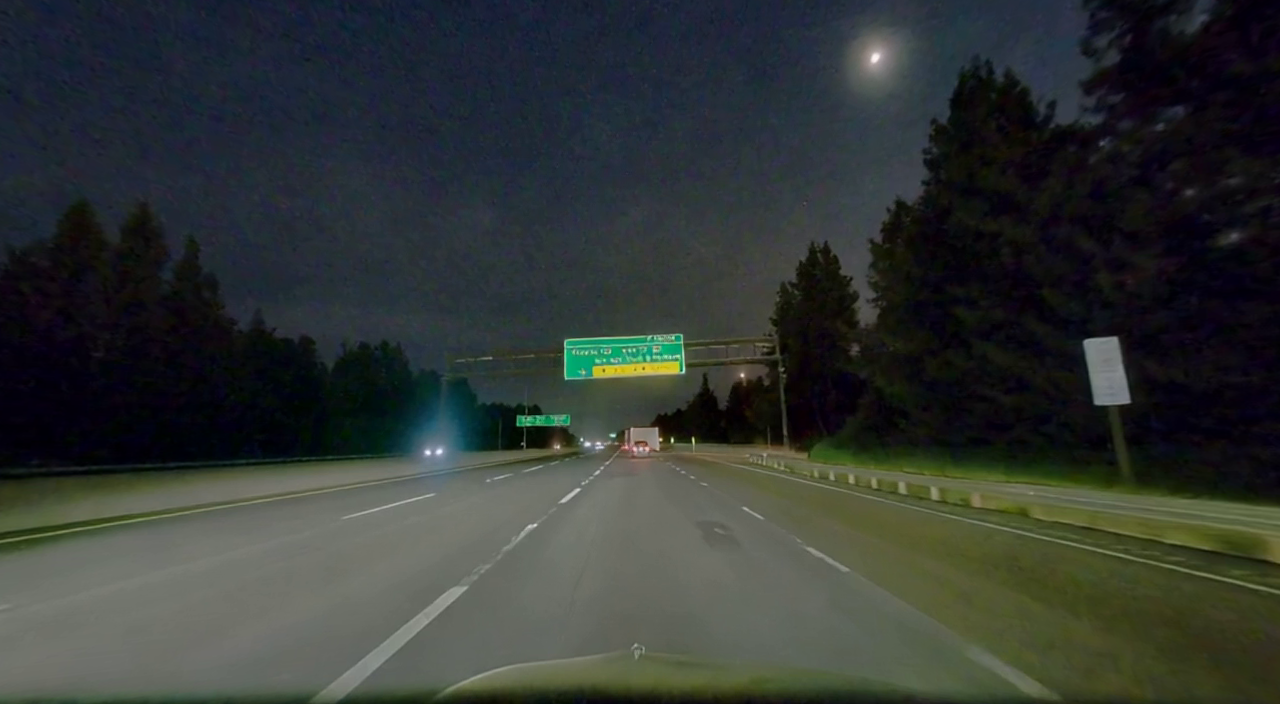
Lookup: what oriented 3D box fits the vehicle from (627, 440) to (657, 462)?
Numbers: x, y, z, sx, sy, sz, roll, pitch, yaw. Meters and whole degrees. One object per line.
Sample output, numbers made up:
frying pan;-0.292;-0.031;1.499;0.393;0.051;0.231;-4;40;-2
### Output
vehicle;0.114;7.005;44.725;2.028;1.440;3.690;0;-8;-1
